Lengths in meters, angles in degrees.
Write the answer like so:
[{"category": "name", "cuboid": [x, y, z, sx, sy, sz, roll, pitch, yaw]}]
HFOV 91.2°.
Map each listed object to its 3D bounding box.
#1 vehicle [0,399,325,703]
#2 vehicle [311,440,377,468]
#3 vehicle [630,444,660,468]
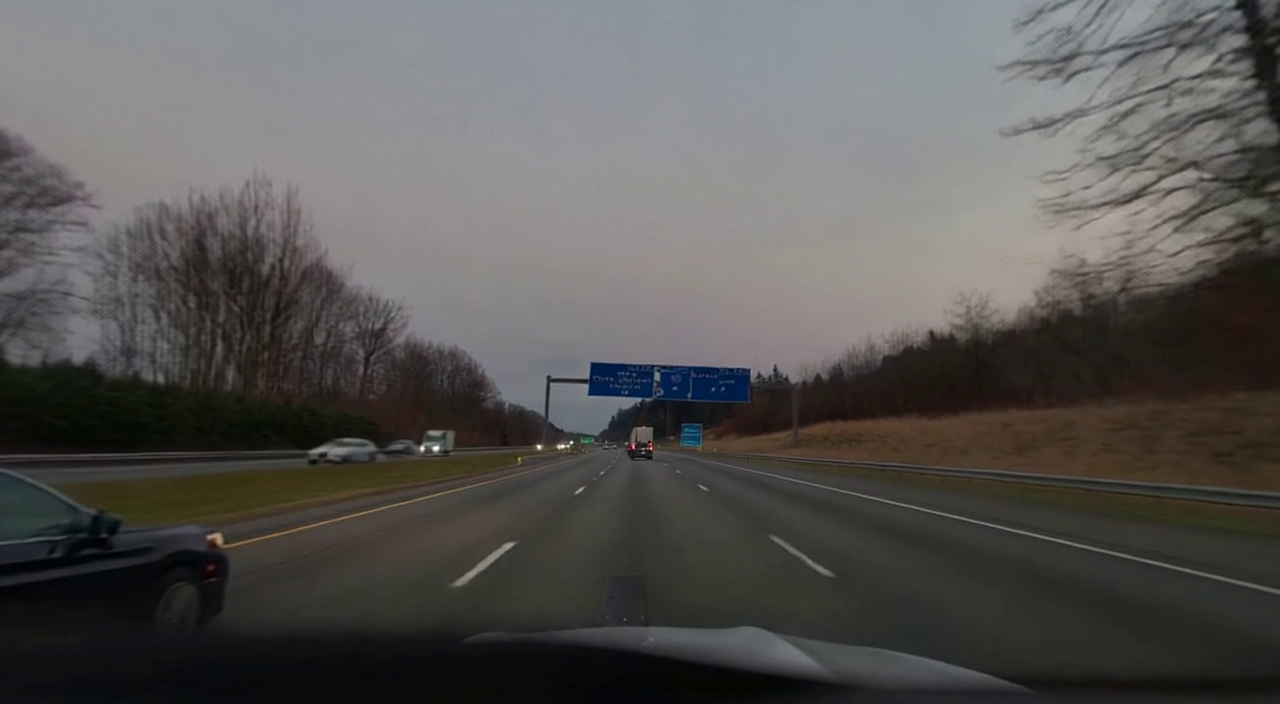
[{"category": "vehicle", "cuboid": [-3.481, 0.962, 2.569, 2.012, 1.500, 4.452, 0, -8, 1]}, {"category": "vehicle", "cuboid": [-17.323, 5.977, 36.932, 1.825, 1.494, 4.267, 0, -8, 0]}, {"category": "vehicle", "cuboid": [0.318, 6.801, 41.335, 1.859, 1.478, 3.799, 0, -8, 0]}]
